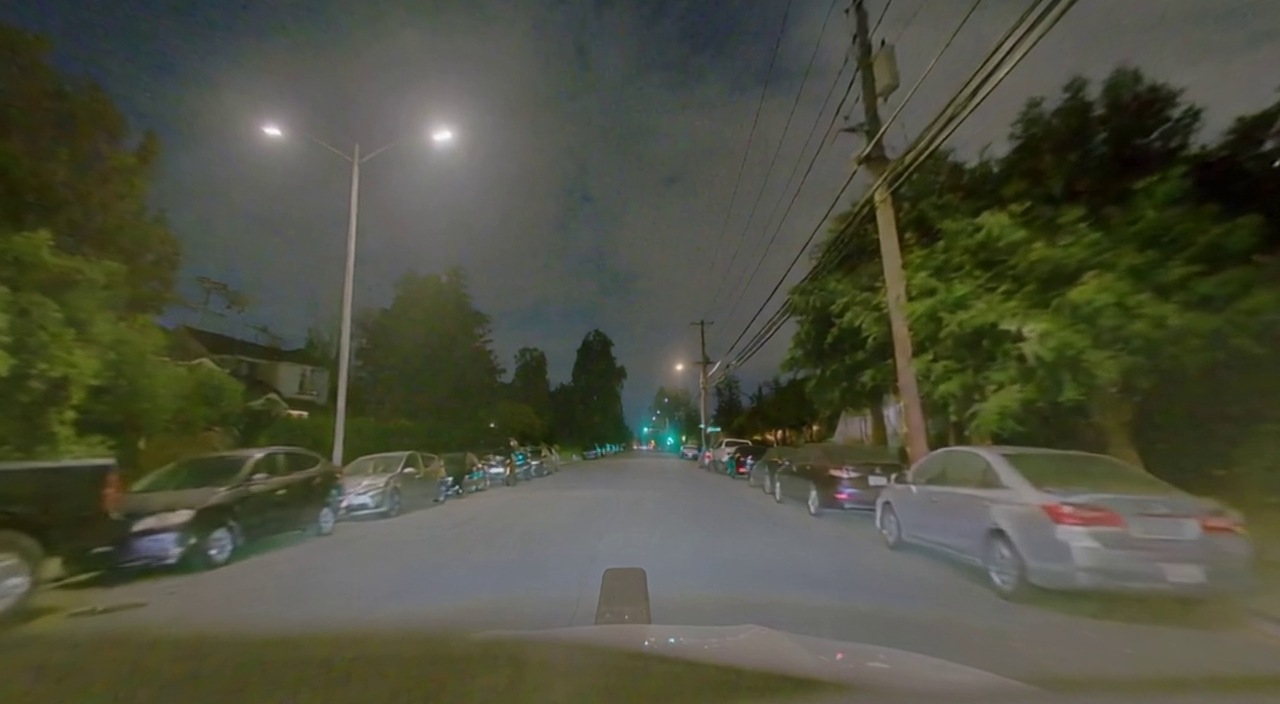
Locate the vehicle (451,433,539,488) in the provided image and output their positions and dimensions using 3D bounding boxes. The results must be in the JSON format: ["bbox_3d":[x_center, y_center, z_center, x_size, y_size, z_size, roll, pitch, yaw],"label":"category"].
[{"bbox_3d":[-5.583,4.241,25.085,2.052,1.916,5.084,0,-8,3],"label":"vehicle"}]

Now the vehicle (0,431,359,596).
[{"bbox_3d":[-5.867,1.962,8.796,1.818,1.683,4.364,0,-7,1],"label":"vehicle"}]

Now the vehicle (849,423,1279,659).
[{"bbox_3d":[4.007,1.594,6.575,1.871,1.522,4.746,0,-9,-2],"label":"vehicle"}]

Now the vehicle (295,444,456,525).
[{"bbox_3d":[-5.724,2.873,14.324,1.752,1.494,4.274,0,-8,1],"label":"vehicle"}]

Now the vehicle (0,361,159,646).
[{"bbox_3d":[-5.776,0.850,2.847,2.384,1.992,5.965,-2,-9,2],"label":"vehicle"}]
